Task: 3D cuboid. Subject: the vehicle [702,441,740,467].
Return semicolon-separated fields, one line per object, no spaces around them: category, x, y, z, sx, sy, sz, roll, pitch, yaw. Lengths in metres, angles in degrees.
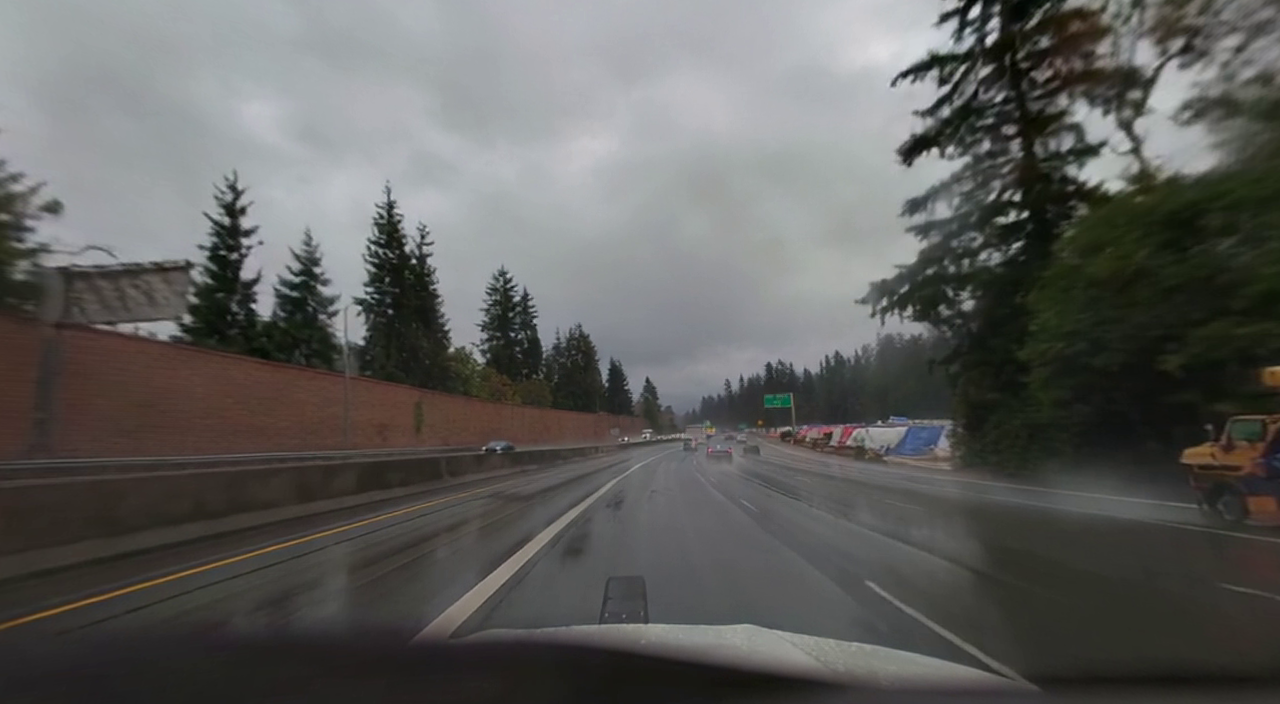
vehicle;4.946;6.287;39.081;1.926;1.477;4.080;0;-8;2

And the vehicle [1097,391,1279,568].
vehicle;8.126;1.390;6.839;2.188;1.924;5.511;0;-8;0
